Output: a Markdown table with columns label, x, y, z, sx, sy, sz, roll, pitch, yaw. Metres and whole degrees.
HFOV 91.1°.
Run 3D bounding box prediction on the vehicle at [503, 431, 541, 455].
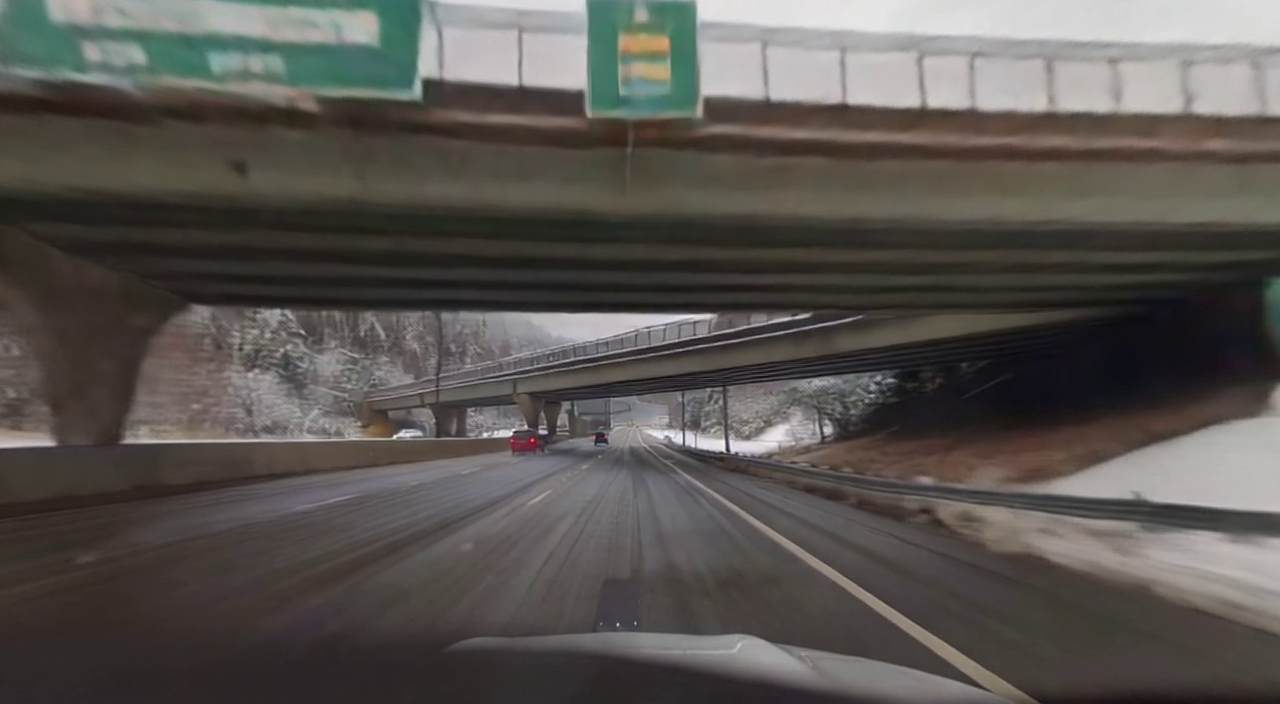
| label | x | y | z | sx | sy | sz | roll | pitch | yaw |
| --- | --- | --- | --- | --- | --- | --- | --- | --- | --- |
| vehicle | -8.654 | 6.686 | 46.429 | 1.987 | 1.677 | 4.580 | 0 | -8 | 0 |
